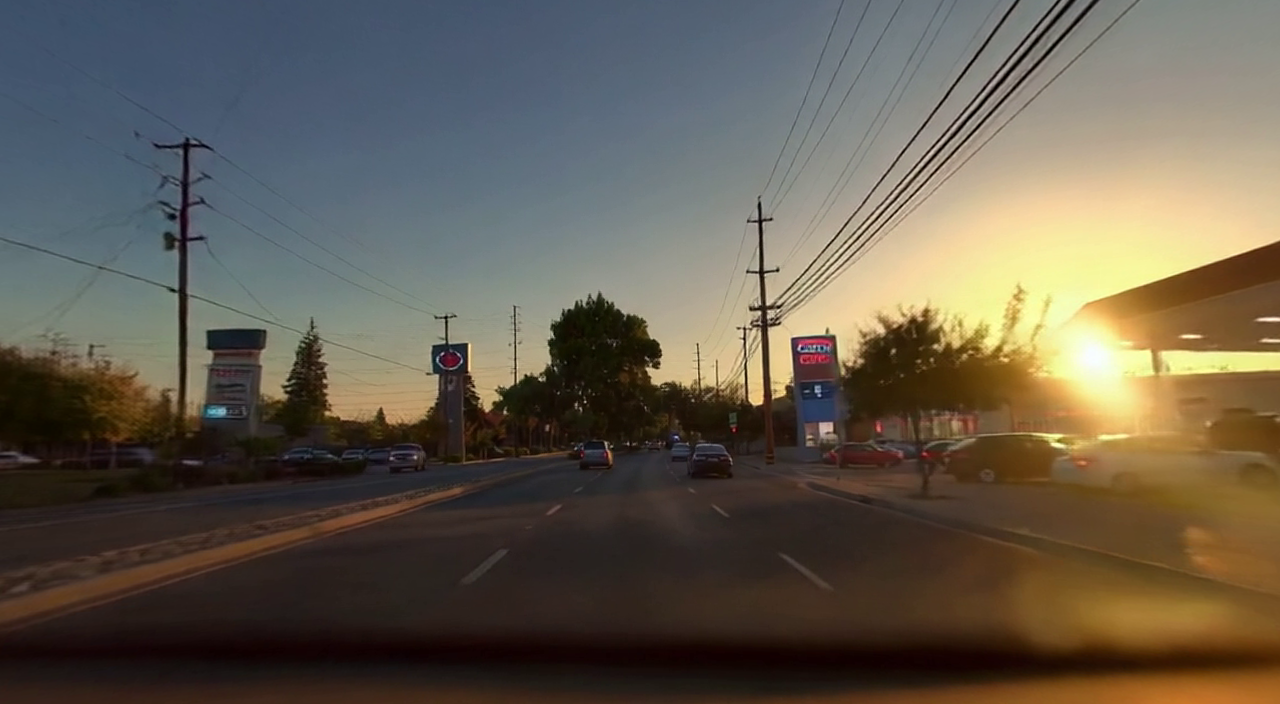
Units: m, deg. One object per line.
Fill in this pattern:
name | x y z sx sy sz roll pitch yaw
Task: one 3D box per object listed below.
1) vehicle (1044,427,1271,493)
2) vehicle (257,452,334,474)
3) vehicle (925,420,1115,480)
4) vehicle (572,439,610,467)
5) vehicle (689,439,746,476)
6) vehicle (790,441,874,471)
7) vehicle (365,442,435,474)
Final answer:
vehicle | 13.002 2.704 16.008 4.126 1.523 2.063 1 -9 -8
vehicle | -26.460 8.537 48.476 4.739 1.607 2.045 -1 -9 5
vehicle | 12.243 3.187 20.542 4.832 1.813 2.170 1 -9 -5
vehicle | -3.093 6.461 40.450 2.047 1.664 4.148 0 -9 1
vehicle | 3.437 4.767 28.672 1.978 1.455 4.195 2 -9 -1
vehicle | 11.141 6.033 36.731 4.144 1.540 1.913 -1 -7 -7
vehicle | -16.143 7.143 42.154 2.358 1.904 5.603 8 -14 -42
